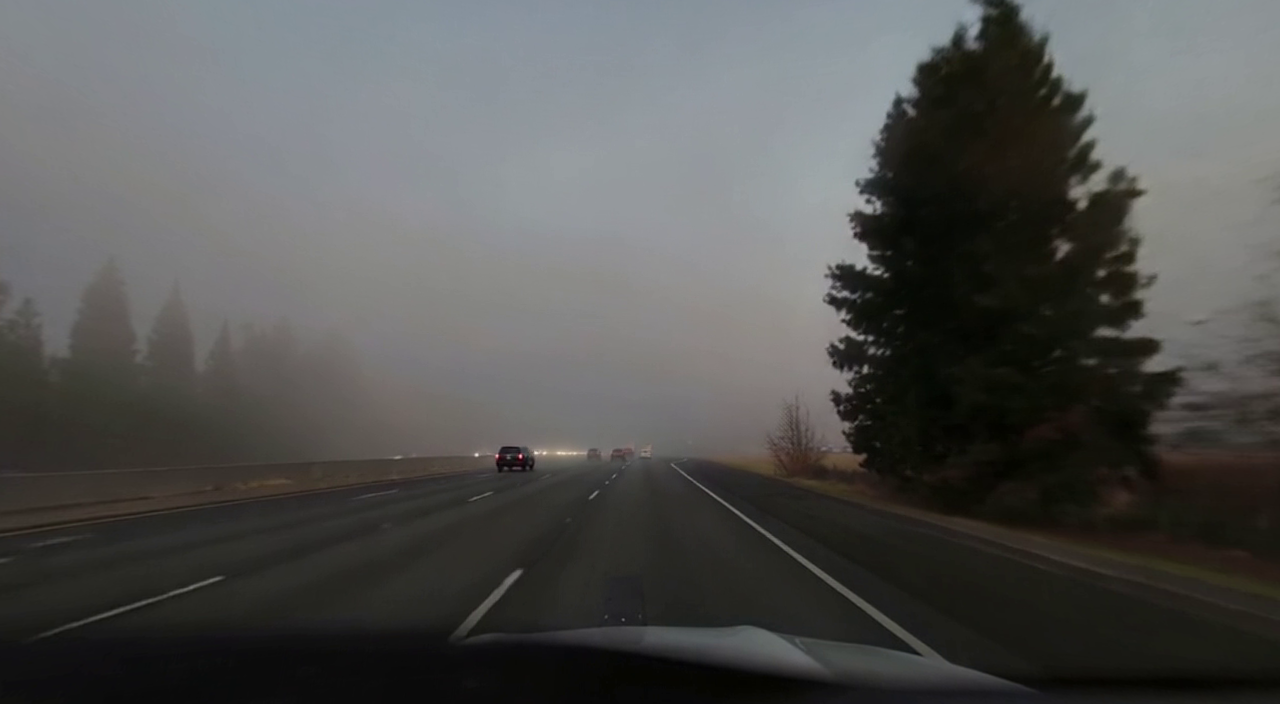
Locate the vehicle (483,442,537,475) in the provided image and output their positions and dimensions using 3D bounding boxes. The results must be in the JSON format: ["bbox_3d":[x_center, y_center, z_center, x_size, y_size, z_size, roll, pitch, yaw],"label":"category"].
[{"bbox_3d":[-7.251,5.963,35.612,2.021,1.699,4.324,0,-8,1],"label":"vehicle"}]
